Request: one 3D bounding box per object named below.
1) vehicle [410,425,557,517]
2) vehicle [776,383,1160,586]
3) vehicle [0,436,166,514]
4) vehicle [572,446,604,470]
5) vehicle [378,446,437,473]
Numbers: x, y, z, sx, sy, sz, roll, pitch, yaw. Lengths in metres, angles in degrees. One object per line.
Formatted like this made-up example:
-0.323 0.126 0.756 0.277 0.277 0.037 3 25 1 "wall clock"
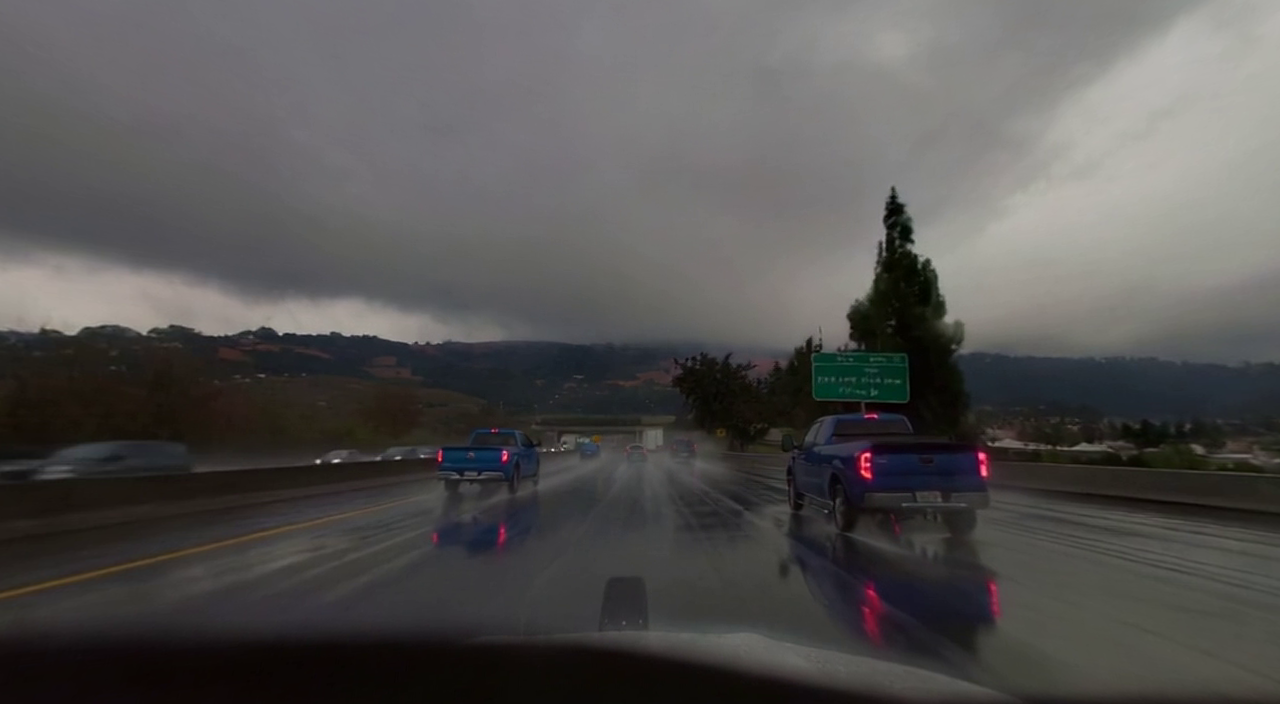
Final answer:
-3.571 2.826 15.608 2.227 1.853 5.161 0 -8 1 "vehicle"
3.784 1.686 8.979 2.424 1.952 5.611 0 -8 0 "vehicle"
-13.199 2.679 14.221 1.767 1.477 4.081 0 -8 1 "vehicle"
-4.027 8.287 49.535 2.235 1.785 4.386 0 -8 -1 "vehicle"
-18.112 8.386 49.511 2.258 1.967 6.142 0 -8 0 "vehicle"
